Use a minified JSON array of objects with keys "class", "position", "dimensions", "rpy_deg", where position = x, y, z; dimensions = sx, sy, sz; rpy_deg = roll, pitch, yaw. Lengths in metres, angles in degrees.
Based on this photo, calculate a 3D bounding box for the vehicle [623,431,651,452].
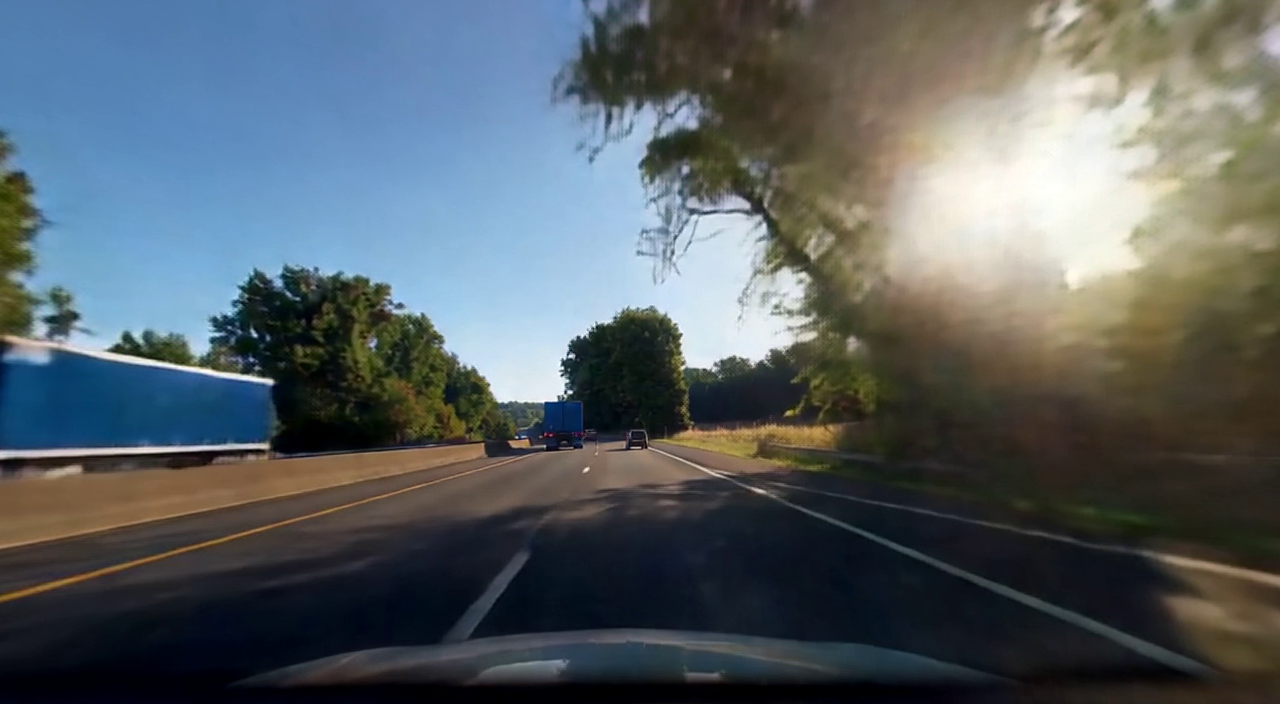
[{"class":"vehicle","position":[-0.290,6.788,47.875],"dimensions":[1.988,1.472,3.716],"rpy_deg":[0,-8,-3]}]

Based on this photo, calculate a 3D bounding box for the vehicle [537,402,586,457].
[{"class":"vehicle","position":[-4.736,4.854,39.029],"dimensions":[2.450,3.098,6.965],"rpy_deg":[0,-8,-2]}]

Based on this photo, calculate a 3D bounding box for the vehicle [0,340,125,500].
[{"class":"vehicle","position":[-16.627,1.404,13.272],"dimensions":[2.992,3.780,10.447],"rpy_deg":[0,-8,-3]}]

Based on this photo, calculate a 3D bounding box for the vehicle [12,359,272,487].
[{"class":"vehicle","position":[-17.130,2.624,22.754],"dimensions":[2.846,3.773,8.228],"rpy_deg":[0,-8,-3]}]
